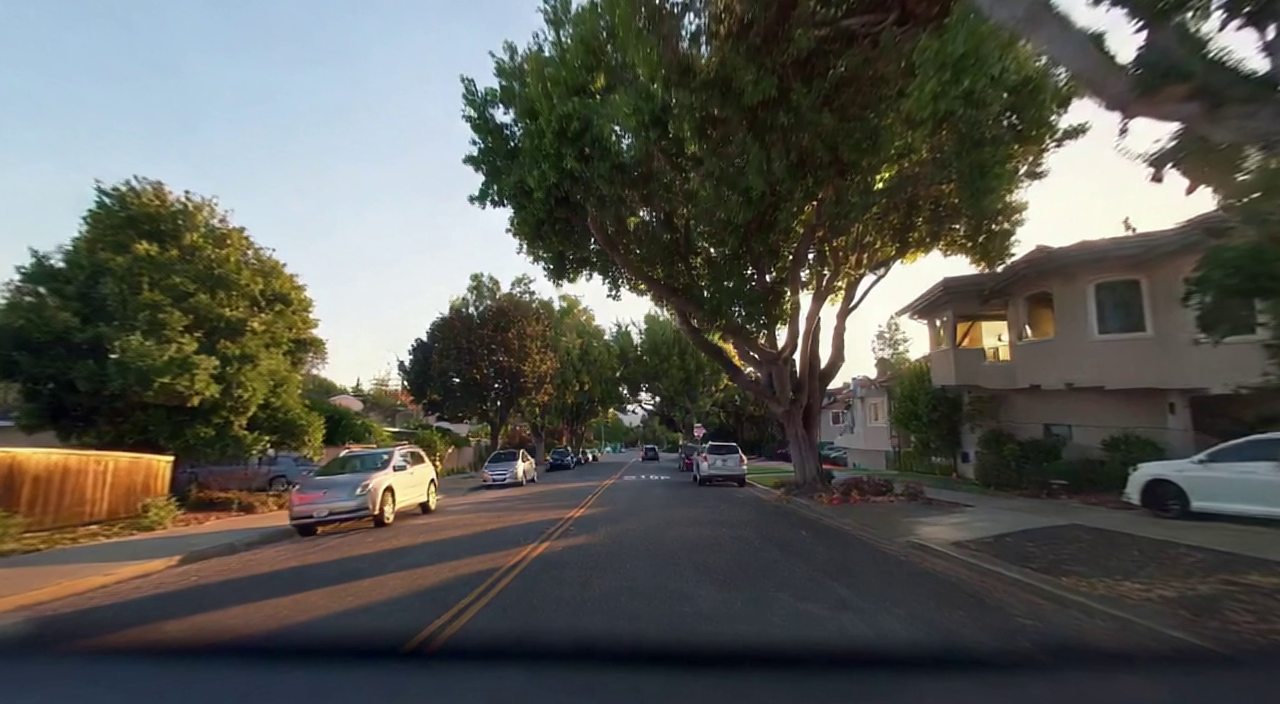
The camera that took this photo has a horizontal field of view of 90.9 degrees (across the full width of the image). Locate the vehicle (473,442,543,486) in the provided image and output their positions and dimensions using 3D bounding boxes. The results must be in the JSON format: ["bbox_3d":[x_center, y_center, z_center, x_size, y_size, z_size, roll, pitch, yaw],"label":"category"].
[{"bbox_3d":[-5.598,4.793,27.366,2.007,1.709,4.502,0,-8,0],"label":"vehicle"}]

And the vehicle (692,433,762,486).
[{"bbox_3d":[3.186,4.043,24.088,2.117,1.807,4.964,0,-8,2],"label":"vehicle"}]

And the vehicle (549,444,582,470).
[{"bbox_3d":[-5.177,7.311,44.156,1.955,1.659,4.324,0,-8,-2],"label":"vehicle"}]

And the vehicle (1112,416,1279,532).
[{"bbox_3d":[9.366,1.637,8.518,2.046,1.507,4.665,1,-8,-6],"label":"vehicle"}]

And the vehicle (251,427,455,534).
[{"bbox_3d":[-5.777,2.633,13.556,2.165,1.758,4.701,-3,-9,1],"label":"vehicle"}]
